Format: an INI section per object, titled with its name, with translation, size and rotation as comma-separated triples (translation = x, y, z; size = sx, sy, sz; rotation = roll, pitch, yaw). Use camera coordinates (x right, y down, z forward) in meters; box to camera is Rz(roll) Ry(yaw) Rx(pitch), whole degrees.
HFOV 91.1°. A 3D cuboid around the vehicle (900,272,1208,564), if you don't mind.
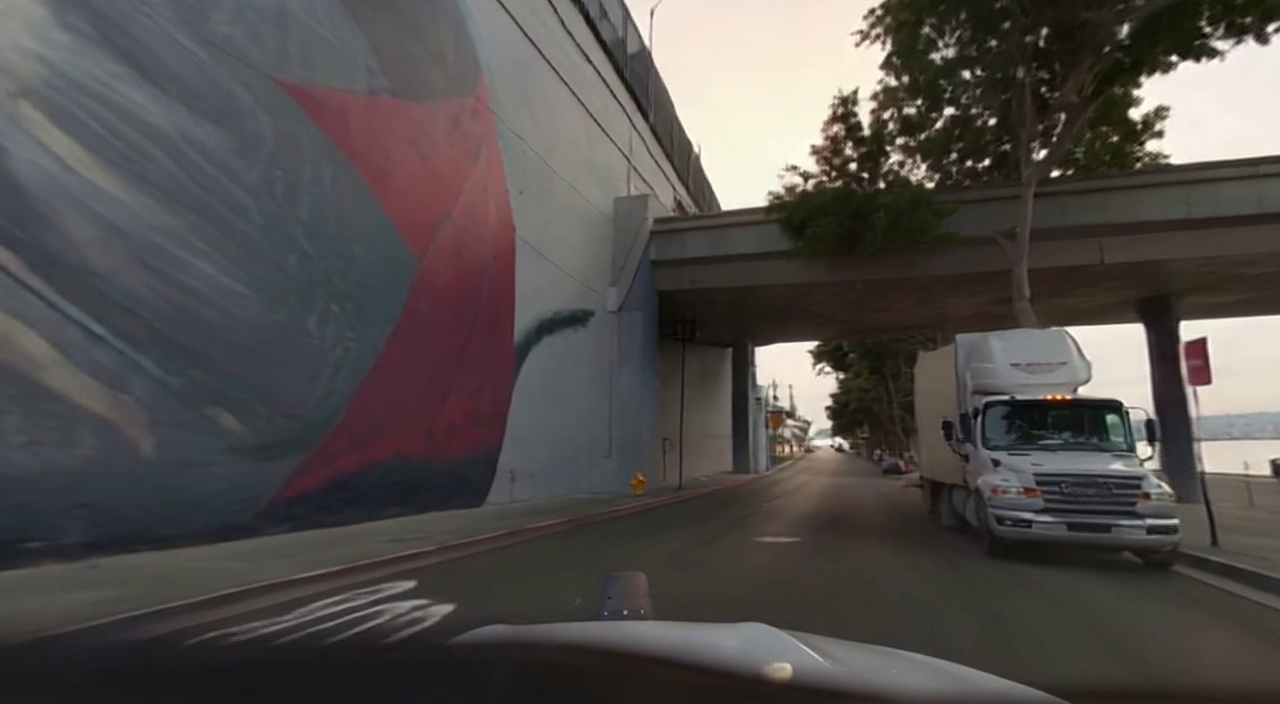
[vehicle]
translation = 7.487, 1.533, 13.246
size = 2.849, 3.893, 9.347
rotation = -3, -9, 18
